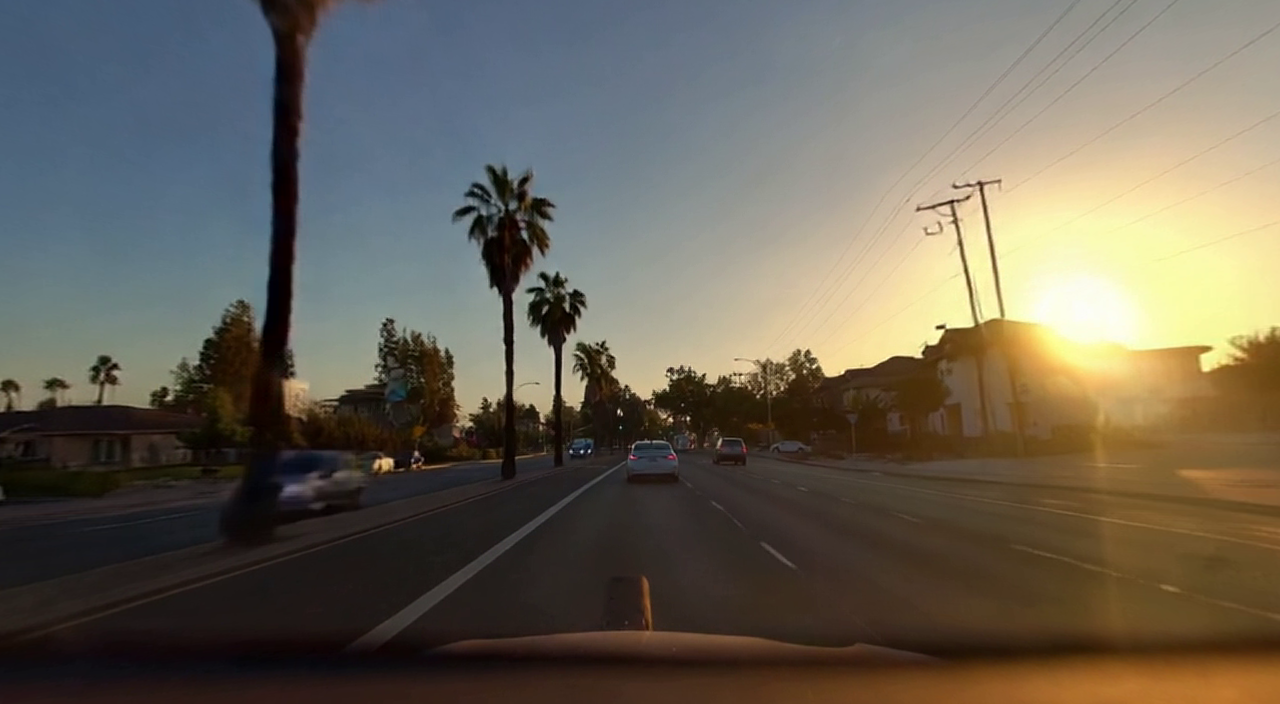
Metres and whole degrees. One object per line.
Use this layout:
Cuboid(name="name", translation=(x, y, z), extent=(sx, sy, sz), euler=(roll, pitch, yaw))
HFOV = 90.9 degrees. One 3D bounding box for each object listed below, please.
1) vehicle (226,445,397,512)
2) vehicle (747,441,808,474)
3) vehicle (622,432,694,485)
Cuboid(name="vehicle", translation=(-8.350, 3.215, 16.624), extent=(1.951, 1.499, 4.710), euler=(0, -8, 0))
Cuboid(name="vehicle", translation=(6.522, 5.035, 30.354), extent=(1.897, 1.477, 4.360), euler=(0, -8, 0))
Cuboid(name="vehicle", translation=(0.549, 3.699, 22.160), extent=(2.289, 1.679, 4.180), euler=(0, -8, -1))
